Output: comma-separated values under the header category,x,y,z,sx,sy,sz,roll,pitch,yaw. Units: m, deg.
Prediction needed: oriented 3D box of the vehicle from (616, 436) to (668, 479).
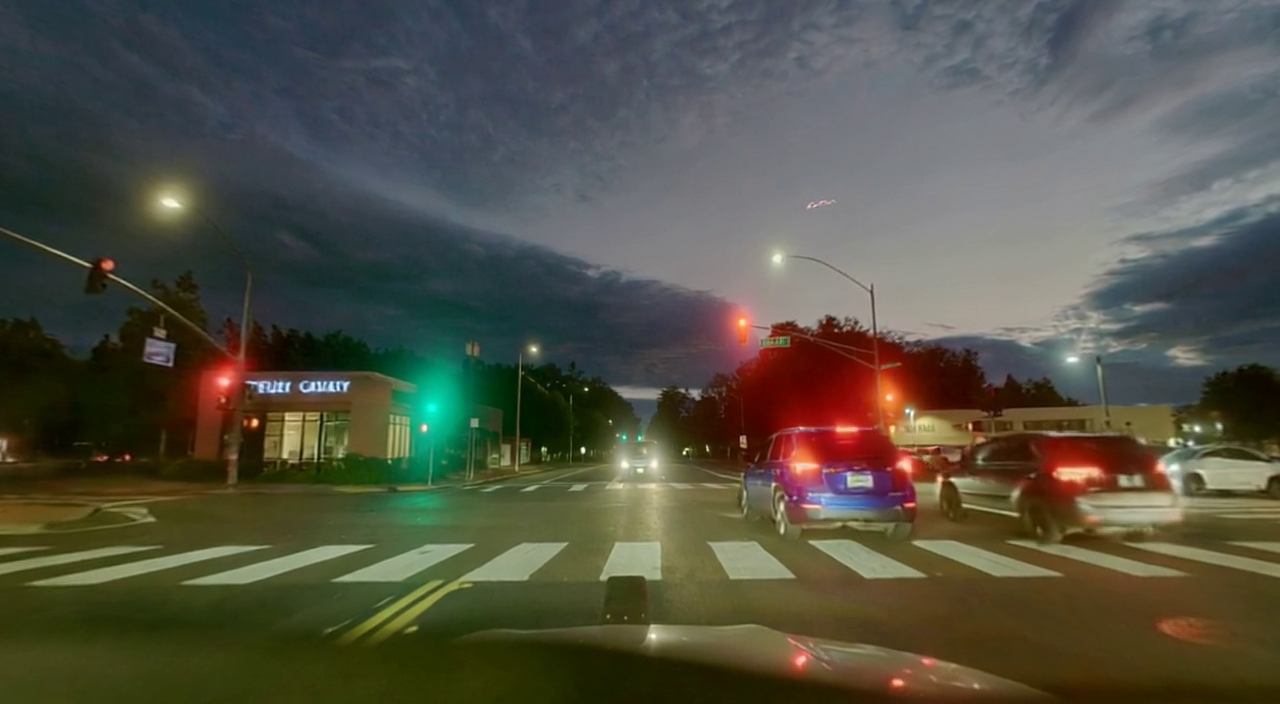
category,x,y,z,sx,sy,sz,roll,pitch,yaw
vehicle,-0.001,5.262,31.779,2.390,1.948,5.344,0,-8,-2

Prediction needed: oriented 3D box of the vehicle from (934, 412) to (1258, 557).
category,x,y,z,sx,sy,sz,roll,pitch,yaw
vehicle,6.342,1.862,9.529,1.792,1.682,4.089,0,-8,0

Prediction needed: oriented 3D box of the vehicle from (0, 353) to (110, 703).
category,x,y,z,sx,sy,sz,roll,pitch,yaw
vehicle,-3.602,0.613,0.937,1.961,1.658,4.064,-1,-8,2

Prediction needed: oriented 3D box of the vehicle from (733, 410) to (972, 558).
category,x,y,z,sx,sy,sz,roll,pitch,yaw
vehicle,2.877,1.914,9.914,2.048,1.725,4.754,0,-8,0
